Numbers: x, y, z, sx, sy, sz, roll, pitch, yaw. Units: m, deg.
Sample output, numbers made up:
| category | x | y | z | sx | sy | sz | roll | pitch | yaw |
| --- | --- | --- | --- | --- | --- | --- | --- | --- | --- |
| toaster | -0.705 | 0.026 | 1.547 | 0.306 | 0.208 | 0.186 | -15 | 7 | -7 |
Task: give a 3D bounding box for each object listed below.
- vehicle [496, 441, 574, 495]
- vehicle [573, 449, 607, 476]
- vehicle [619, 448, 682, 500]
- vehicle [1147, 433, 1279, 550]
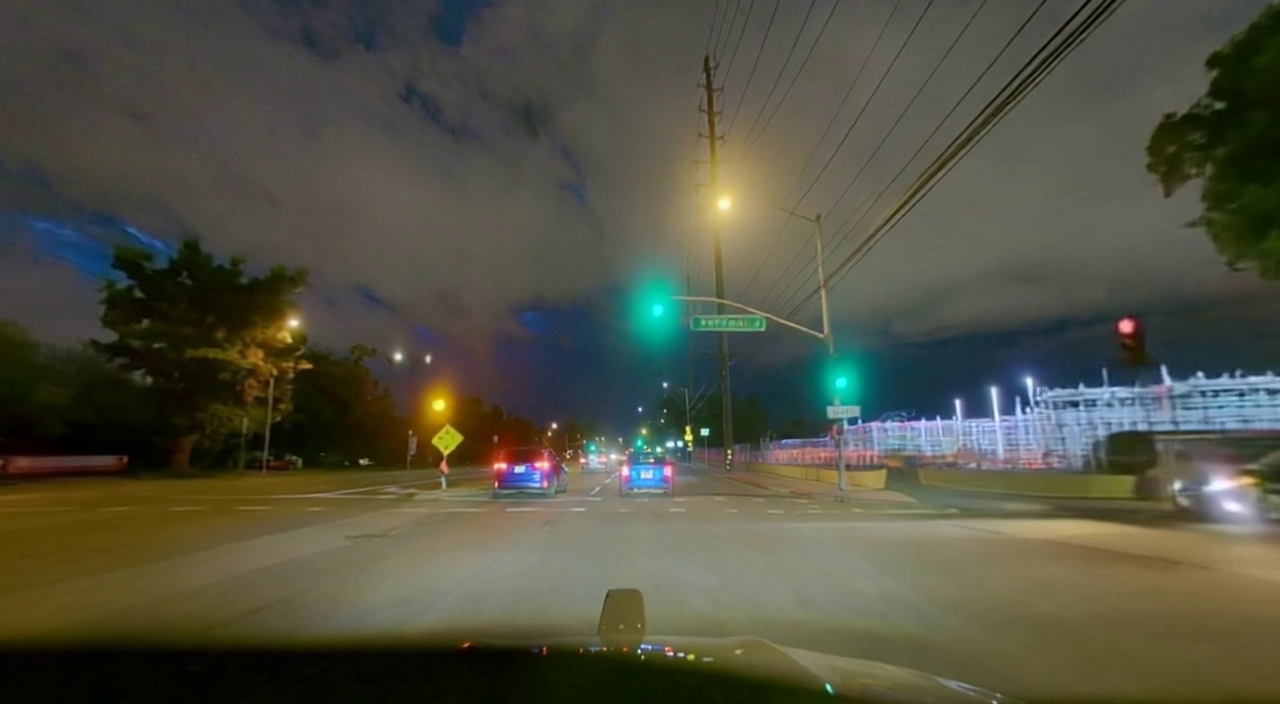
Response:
| category | x | y | z | sx | sy | sz | roll | pitch | yaw |
| --- | --- | --- | --- | --- | --- | --- | --- | --- | --- |
| vehicle | -3.784 | 4.257 | 23.418 | 2.078 | 1.804 | 4.387 | -1 | -9 | 1 |
| vehicle | -3.473 | 7.711 | 44.113 | 1.910 | 1.713 | 4.786 | -1 | -9 | 1 |
| vehicle | 0.349 | 4.348 | 22.767 | 2.059 | 1.691 | 3.980 | 0 | -9 | 0 |
| vehicle | 12.045 | 2.241 | 10.729 | 4.551 | 1.759 | 2.320 | -3 | -9 | 5 |
